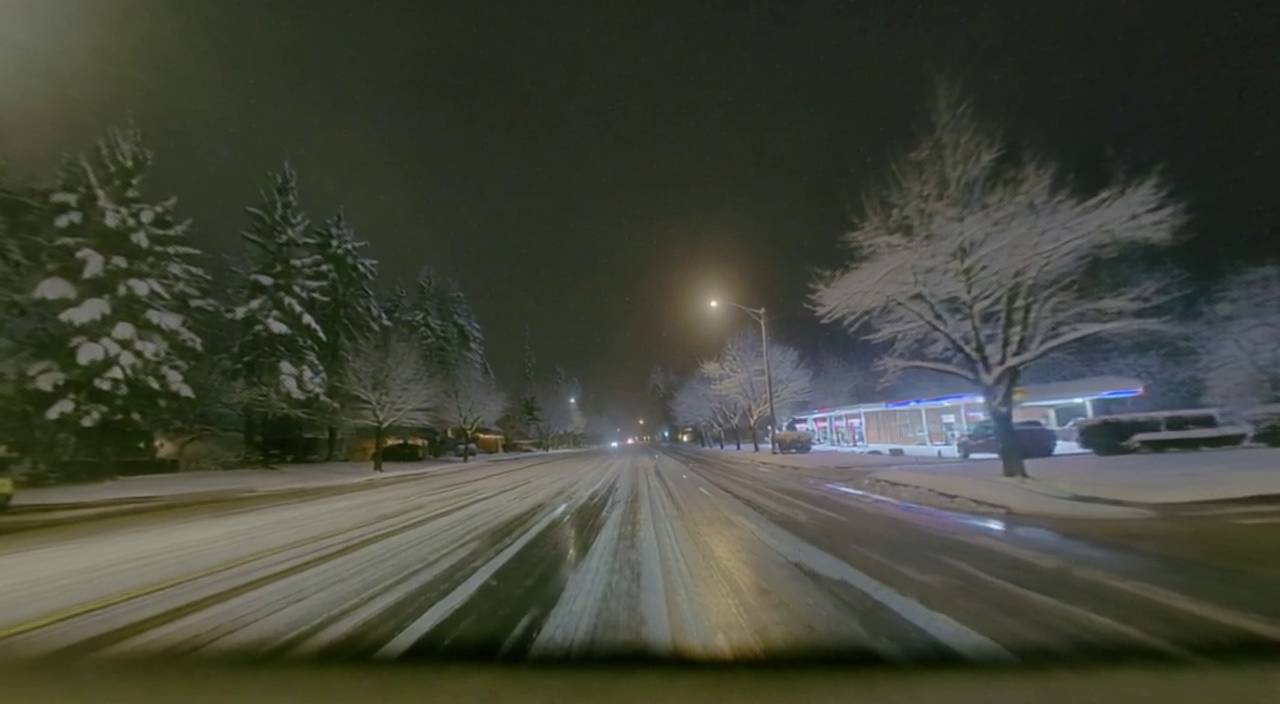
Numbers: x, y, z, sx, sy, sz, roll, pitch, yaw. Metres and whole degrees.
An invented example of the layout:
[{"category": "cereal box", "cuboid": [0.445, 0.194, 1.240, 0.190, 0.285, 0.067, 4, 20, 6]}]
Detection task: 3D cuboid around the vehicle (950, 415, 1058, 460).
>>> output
[{"category": "vehicle", "cuboid": [17.339, 4.074, 30.454, 2.314, 1.921, 5.069, -1, -7, 2]}]
